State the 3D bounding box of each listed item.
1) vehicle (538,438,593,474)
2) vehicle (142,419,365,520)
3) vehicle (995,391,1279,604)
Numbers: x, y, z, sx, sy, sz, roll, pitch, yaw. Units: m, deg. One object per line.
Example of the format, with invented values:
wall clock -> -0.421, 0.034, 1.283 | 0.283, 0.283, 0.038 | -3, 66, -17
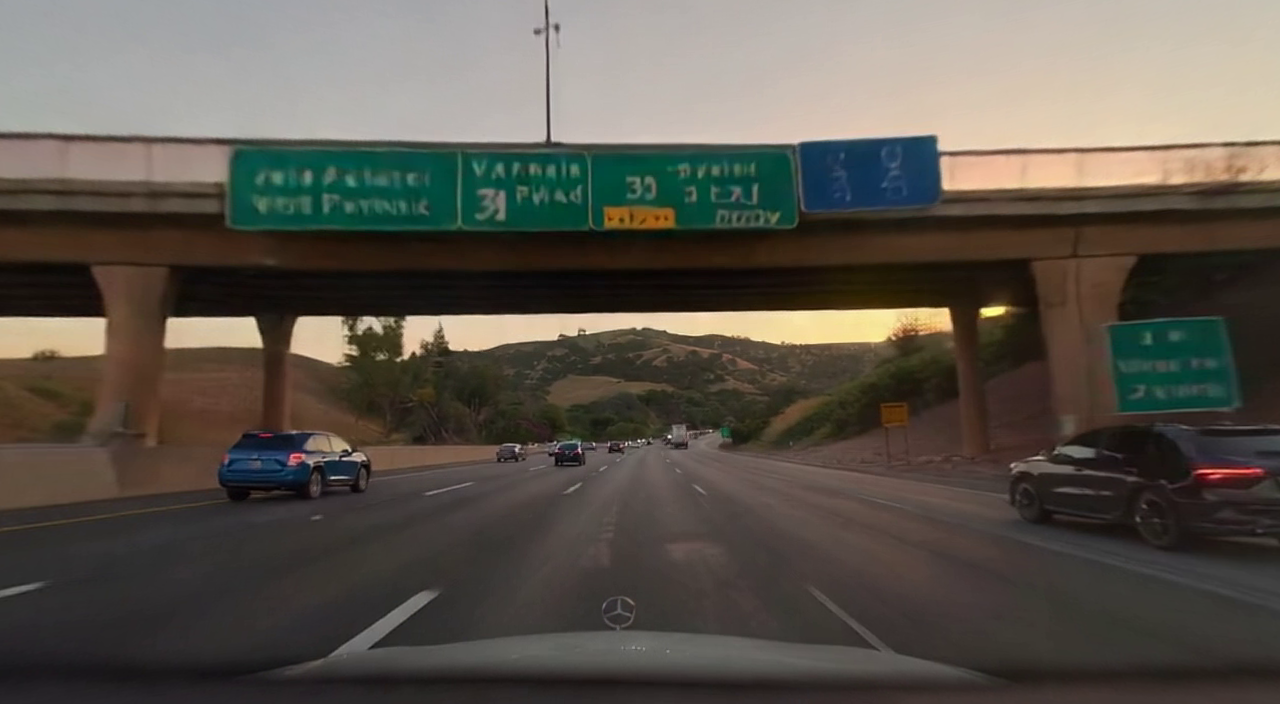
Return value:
vehicle -> -3.354, 4.750, 29.133 | 1.925, 1.509, 4.363 | 0, -9, 1
vehicle -> -7.468, 2.297, 12.838 | 1.860, 1.694, 4.173 | 0, -9, 0
vehicle -> 6.204, 1.457, 6.938 | 1.950, 1.719, 4.545 | 0, -9, 0
